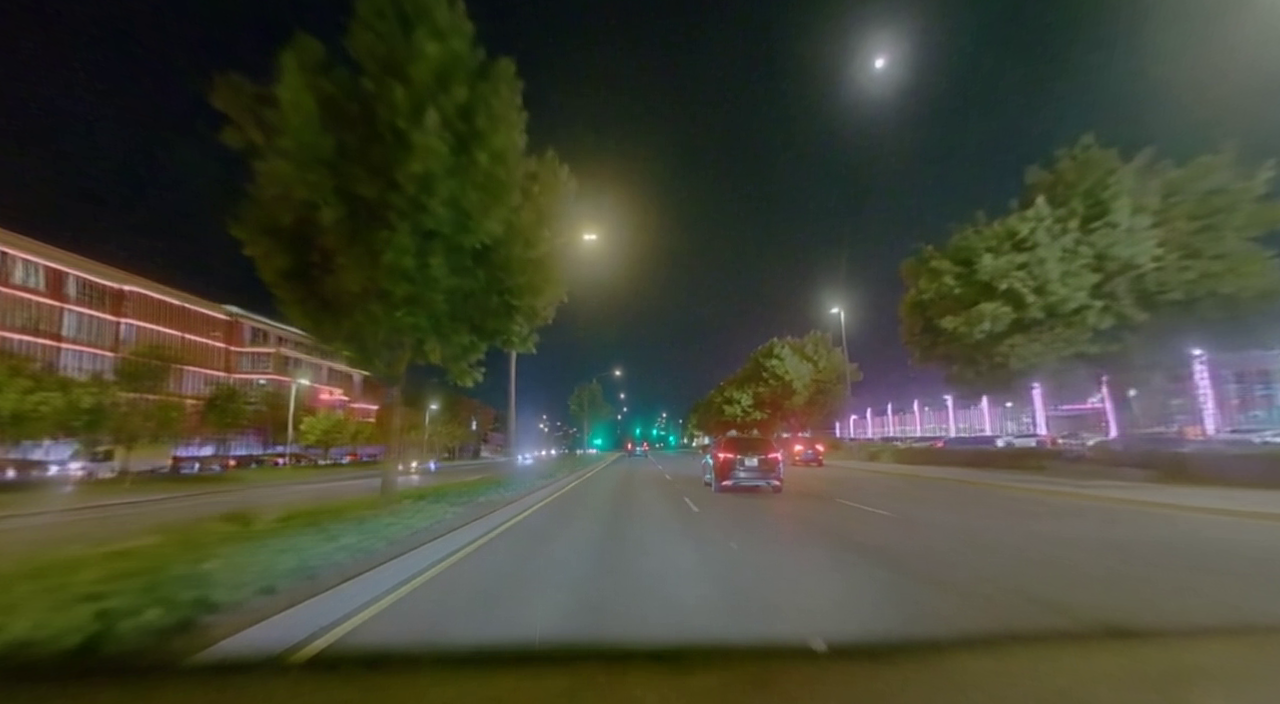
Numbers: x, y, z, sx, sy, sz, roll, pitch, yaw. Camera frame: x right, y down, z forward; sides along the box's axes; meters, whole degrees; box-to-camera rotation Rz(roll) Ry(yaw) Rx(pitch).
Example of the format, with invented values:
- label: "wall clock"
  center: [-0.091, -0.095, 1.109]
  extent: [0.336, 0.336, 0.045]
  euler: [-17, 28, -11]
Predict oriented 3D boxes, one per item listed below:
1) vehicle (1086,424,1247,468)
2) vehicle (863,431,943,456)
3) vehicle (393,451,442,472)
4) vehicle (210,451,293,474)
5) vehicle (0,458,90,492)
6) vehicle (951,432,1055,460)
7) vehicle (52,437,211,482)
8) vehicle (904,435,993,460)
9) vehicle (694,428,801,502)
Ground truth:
- label: "vehicle"
  center: [19.793, 3.562, 23.917]
  extent: [4.227, 1.567, 2.034]
  euler: [0, -9, 1]
- label: "vehicle"
  center: [19.602, 6.834, 47.263]
  extent: [4.975, 1.786, 2.223]
  euler: [-1, -9, 3]
- label: "vehicle"
  center: [-16.505, 8.147, 47.122]
  extent: [1.955, 1.428, 4.606]
  euler: [0, -9, 0]
- label: "vehicle"
  center: [-29.877, 8.499, 48.718]
  extent: [4.941, 1.444, 2.122]
  euler: [-2, -9, -3]
- label: "vehicle"
  center: [-29.040, 5.756, 29.683]
  extent: [4.583, 1.531, 1.845]
  euler: [0, -9, 0]
- label: "vehicle"
  center: [19.858, 5.161, 34.708]
  extent: [4.518, 1.501, 1.902]
  euler: [0, -8, 0]
- label: "vehicle"
  center: [-30.474, 6.430, 38.102]
  extent: [6.938, 2.556, 2.792]
  euler: [0, -9, -3]
- label: "vehicle"
  center: [19.075, 5.938, 39.200]
  extent: [4.418, 1.461, 2.002]
  euler: [0, -9, -3]
- label: "vehicle"
  center: [2.648, 2.920, 16.657]
  extent: [1.963, 1.677, 4.229]
  euler: [0, -9, -1]
